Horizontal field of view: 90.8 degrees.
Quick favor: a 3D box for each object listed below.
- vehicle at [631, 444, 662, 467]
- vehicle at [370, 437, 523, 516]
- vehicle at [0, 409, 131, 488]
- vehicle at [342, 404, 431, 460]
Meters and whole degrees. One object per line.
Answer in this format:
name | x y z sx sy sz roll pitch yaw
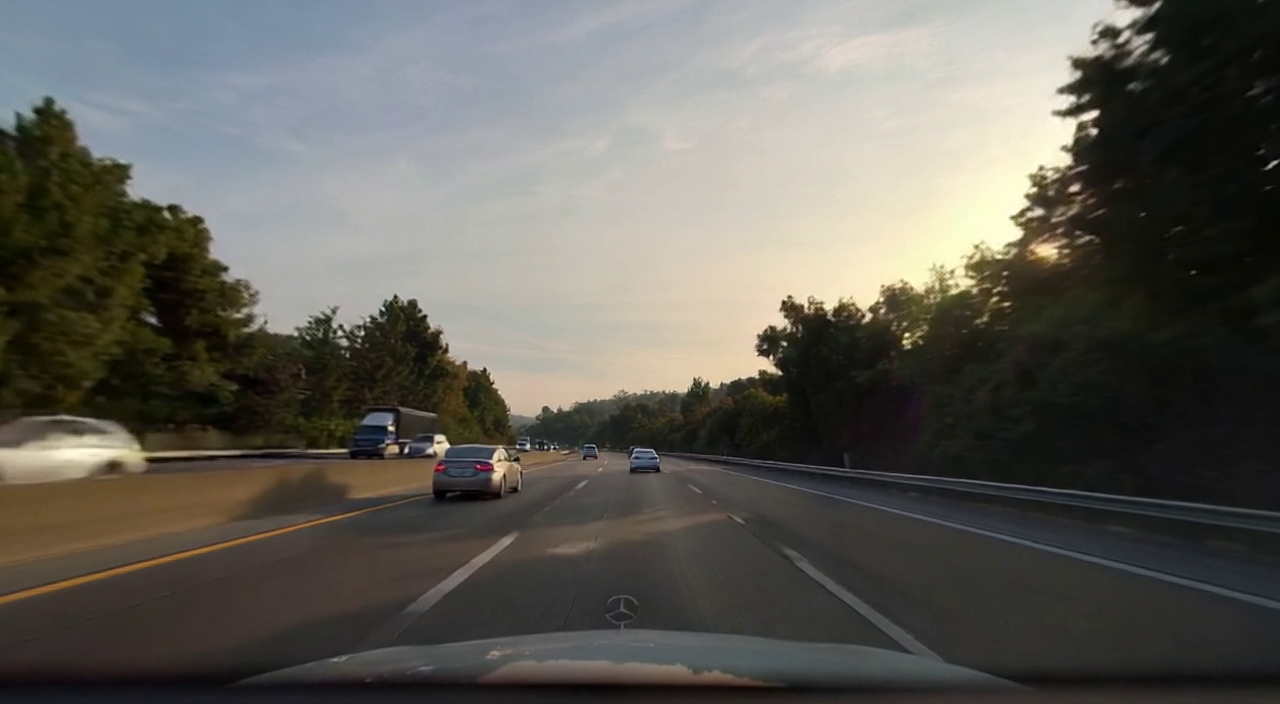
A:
vehicle | 0.403 7.318 44.683 2.008 1.499 3.192 0 -9 -2
vehicle | -4.146 2.745 14.432 2.054 1.500 4.469 0 -8 0
vehicle | -12.762 1.895 12.328 1.894 1.443 4.425 0 -9 0
vehicle | -17.215 5.581 43.488 2.847 3.475 7.687 0 -9 0
